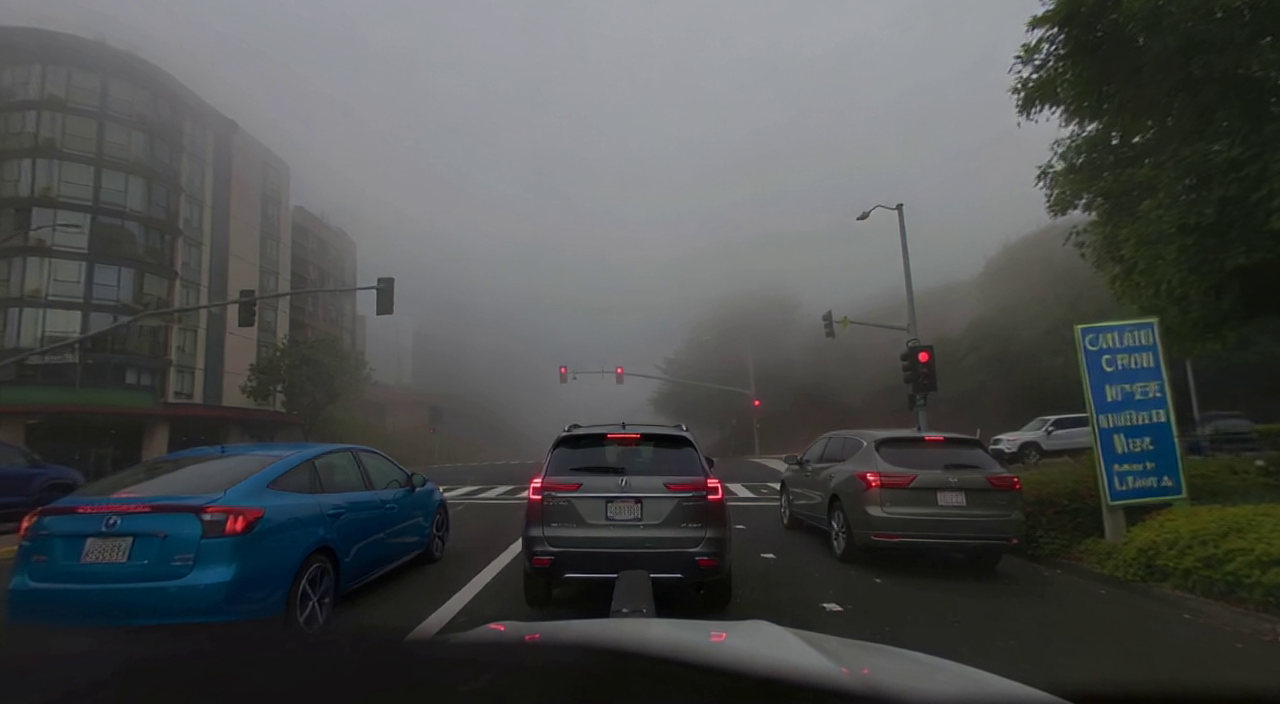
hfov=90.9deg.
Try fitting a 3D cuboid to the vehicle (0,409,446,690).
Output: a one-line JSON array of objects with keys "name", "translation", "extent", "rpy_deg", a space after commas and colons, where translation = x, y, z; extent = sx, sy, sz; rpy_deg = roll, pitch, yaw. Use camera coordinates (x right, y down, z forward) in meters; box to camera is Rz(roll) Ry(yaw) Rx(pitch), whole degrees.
[{"name": "vehicle", "translation": [-3.550, 1.423, 5.823], "extent": [1.906, 1.524, 4.547], "rpy_deg": [0, -8, 2]}]

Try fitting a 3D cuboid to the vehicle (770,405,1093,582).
[{"name": "vehicle", "translation": [3.217, 1.666, 8.256], "extent": [2.004, 1.646, 4.554], "rpy_deg": [0, -8, 0]}]

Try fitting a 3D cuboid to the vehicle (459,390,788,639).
[{"name": "vehicle", "translation": [-0.128, 1.408, 6.437], "extent": [2.195, 1.662, 4.262], "rpy_deg": [0, -8, -1]}]
